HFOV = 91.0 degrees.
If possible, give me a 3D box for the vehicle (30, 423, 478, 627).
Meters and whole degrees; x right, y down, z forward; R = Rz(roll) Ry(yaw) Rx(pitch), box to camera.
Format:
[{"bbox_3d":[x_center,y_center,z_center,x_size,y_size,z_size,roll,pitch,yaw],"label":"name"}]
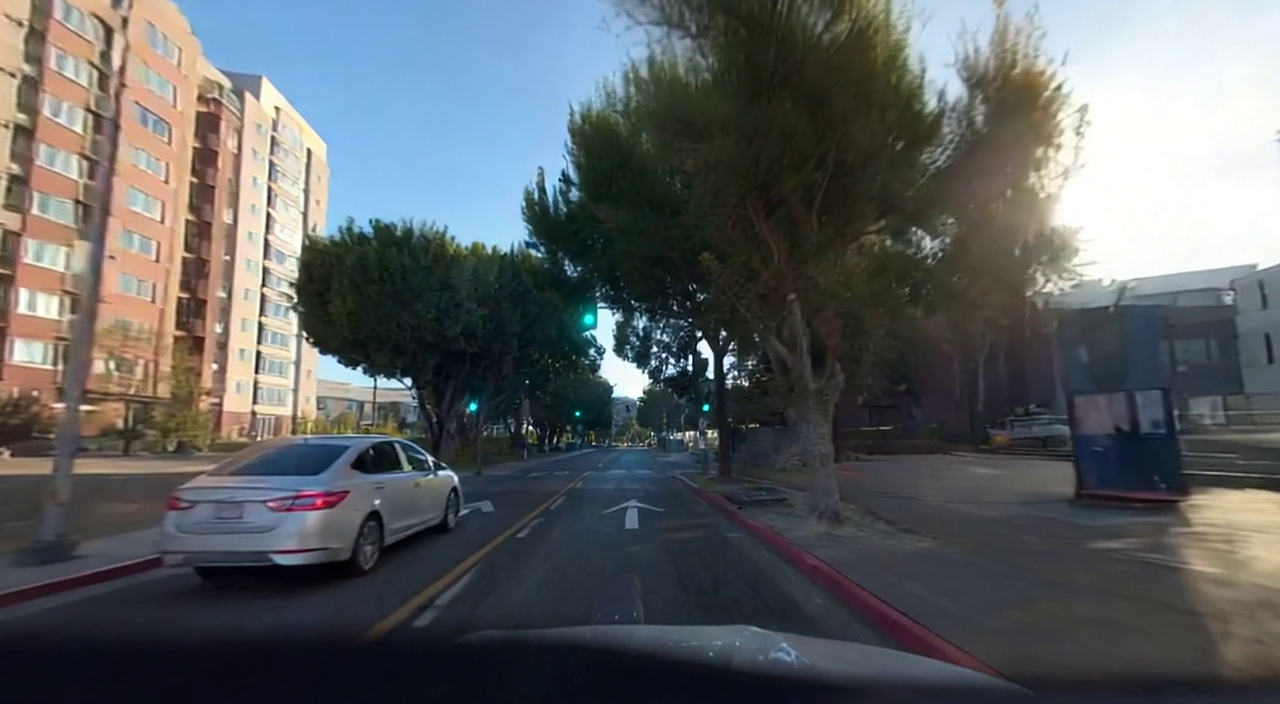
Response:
[{"bbox_3d":[-3.334,1.555,6.823,1.898,1.407,4.652,-1,-8,0],"label":"vehicle"}]
